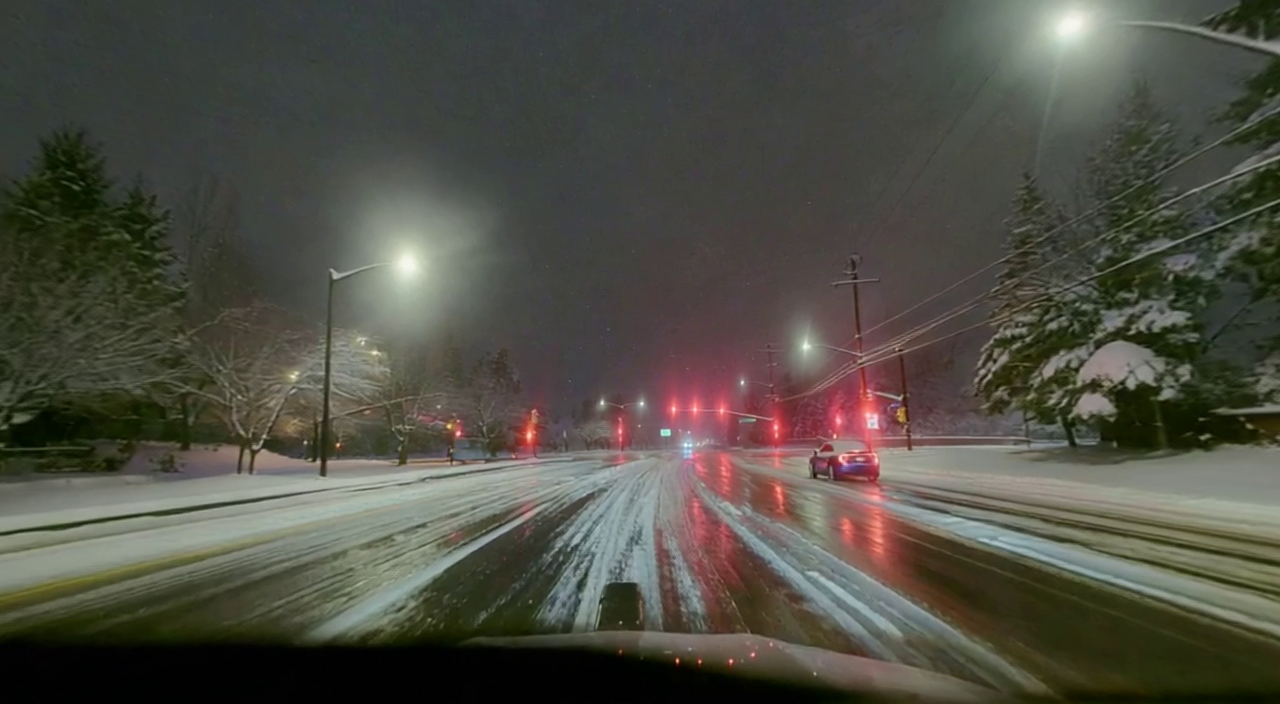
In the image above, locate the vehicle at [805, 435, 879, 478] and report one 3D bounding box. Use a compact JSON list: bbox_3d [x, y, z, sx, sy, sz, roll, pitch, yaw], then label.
[{"bbox_3d":[7.894,4.132,25.057,1.797,1.544,3.685,0,-9,2],"label":"vehicle"}]
